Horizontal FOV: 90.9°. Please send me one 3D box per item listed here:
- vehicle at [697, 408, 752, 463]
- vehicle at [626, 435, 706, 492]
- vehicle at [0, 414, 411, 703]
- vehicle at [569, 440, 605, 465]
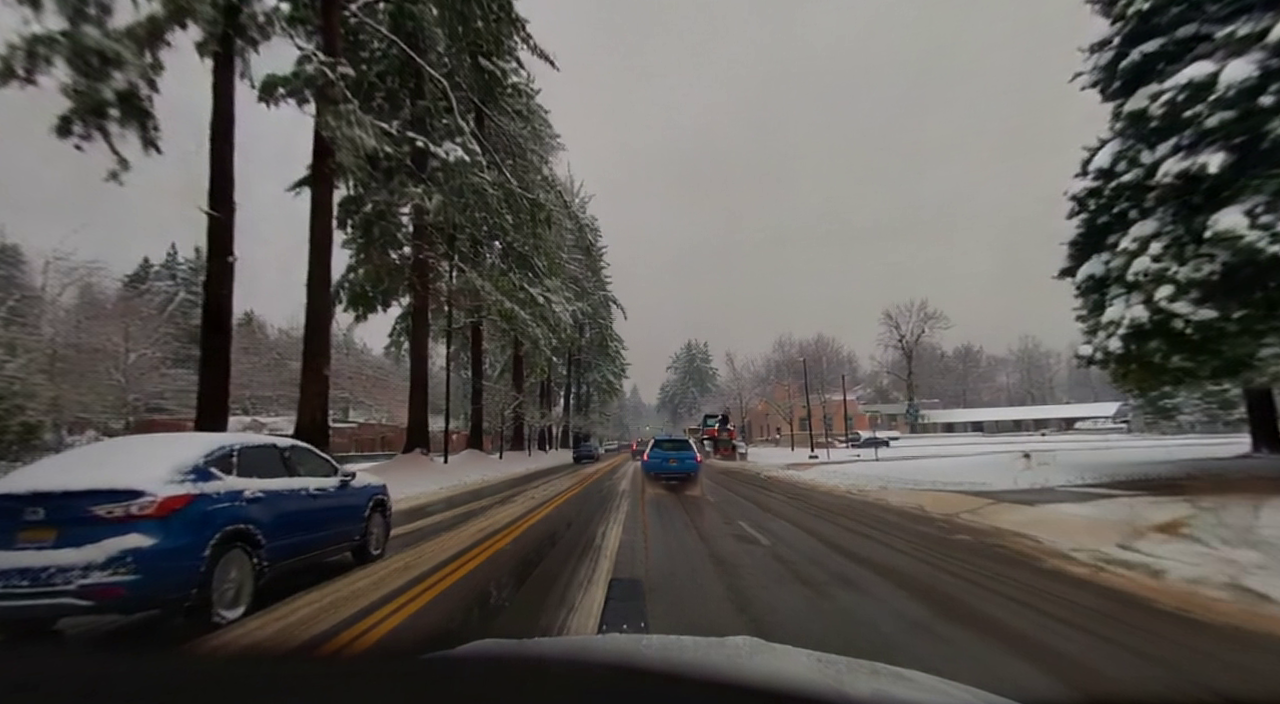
[{"bbox_3d":[6.226,6.450,48.282,2.867,3.600,11.047,-1,-8,1],"label":"vehicle"},{"bbox_3d":[0.646,3.218,18.491,2.086,1.466,4.026,0,-8,-1],"label":"vehicle"},{"bbox_3d":[-3.994,1.433,5.670,2.003,1.507,4.808,0,-8,1],"label":"vehicle"},{"bbox_3d":[-3.630,6.953,43.911,2.062,1.641,4.193,0,-8,1],"label":"vehicle"}]
